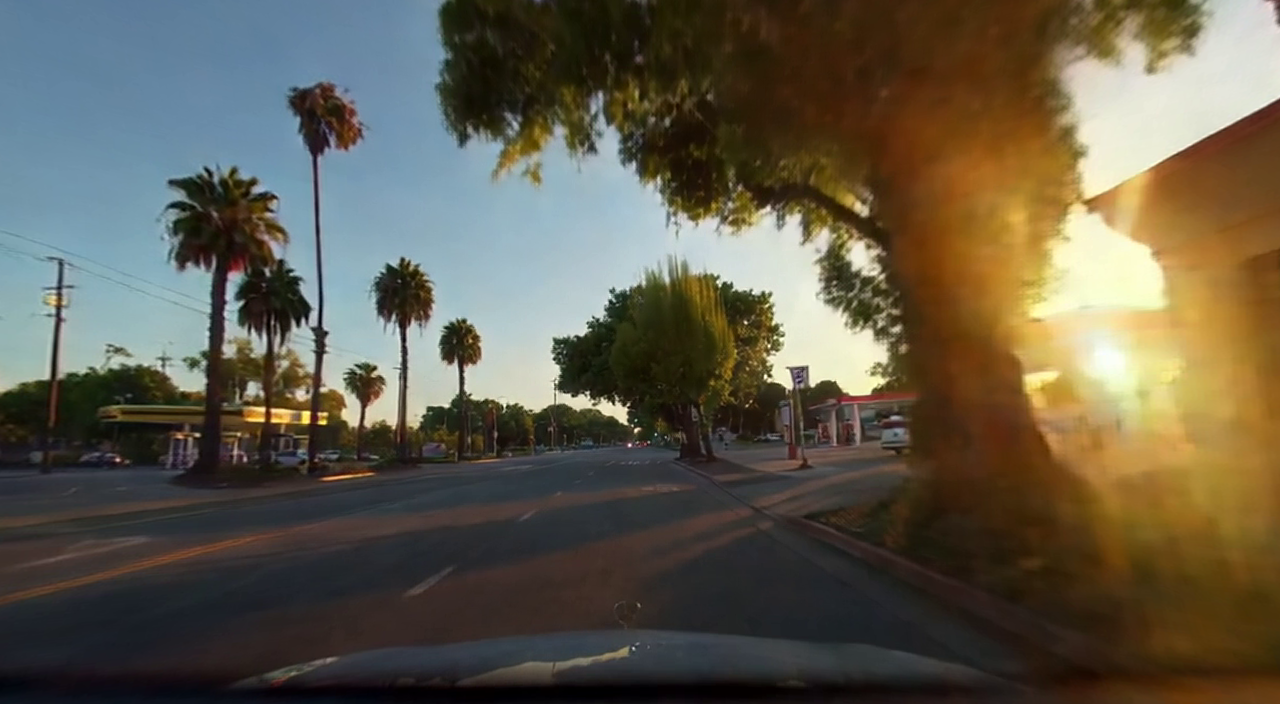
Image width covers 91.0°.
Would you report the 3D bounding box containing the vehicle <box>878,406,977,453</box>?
[{"bbox_3d":[16.004,4.358,34.976,5.529,2.395,2.399,6,-10,-35],"label":"vehicle"}]
